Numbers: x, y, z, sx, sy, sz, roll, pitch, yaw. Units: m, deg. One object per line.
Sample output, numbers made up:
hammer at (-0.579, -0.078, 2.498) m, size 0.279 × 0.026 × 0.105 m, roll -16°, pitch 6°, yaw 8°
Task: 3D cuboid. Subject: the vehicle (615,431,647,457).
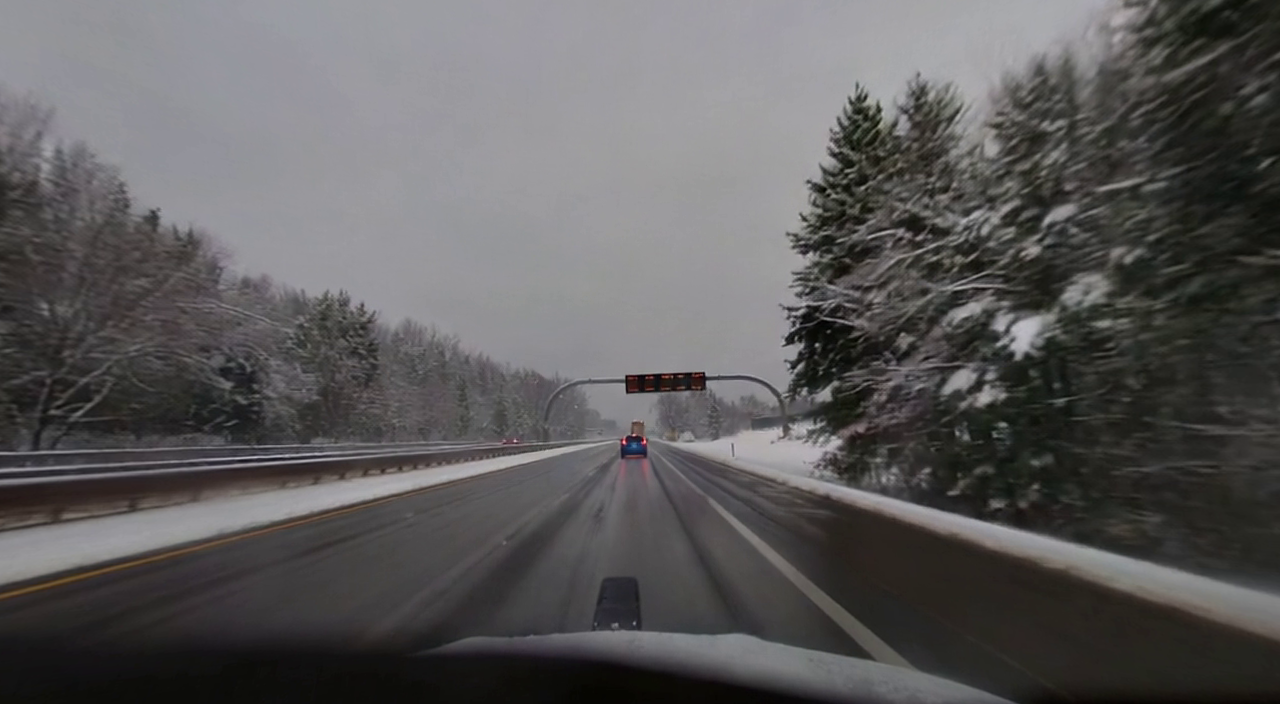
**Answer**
vehicle at (-0.634, 6.575, 45.014) m, size 2.180 × 1.717 × 4.139 m, roll 0°, pitch -8°, yaw -1°
